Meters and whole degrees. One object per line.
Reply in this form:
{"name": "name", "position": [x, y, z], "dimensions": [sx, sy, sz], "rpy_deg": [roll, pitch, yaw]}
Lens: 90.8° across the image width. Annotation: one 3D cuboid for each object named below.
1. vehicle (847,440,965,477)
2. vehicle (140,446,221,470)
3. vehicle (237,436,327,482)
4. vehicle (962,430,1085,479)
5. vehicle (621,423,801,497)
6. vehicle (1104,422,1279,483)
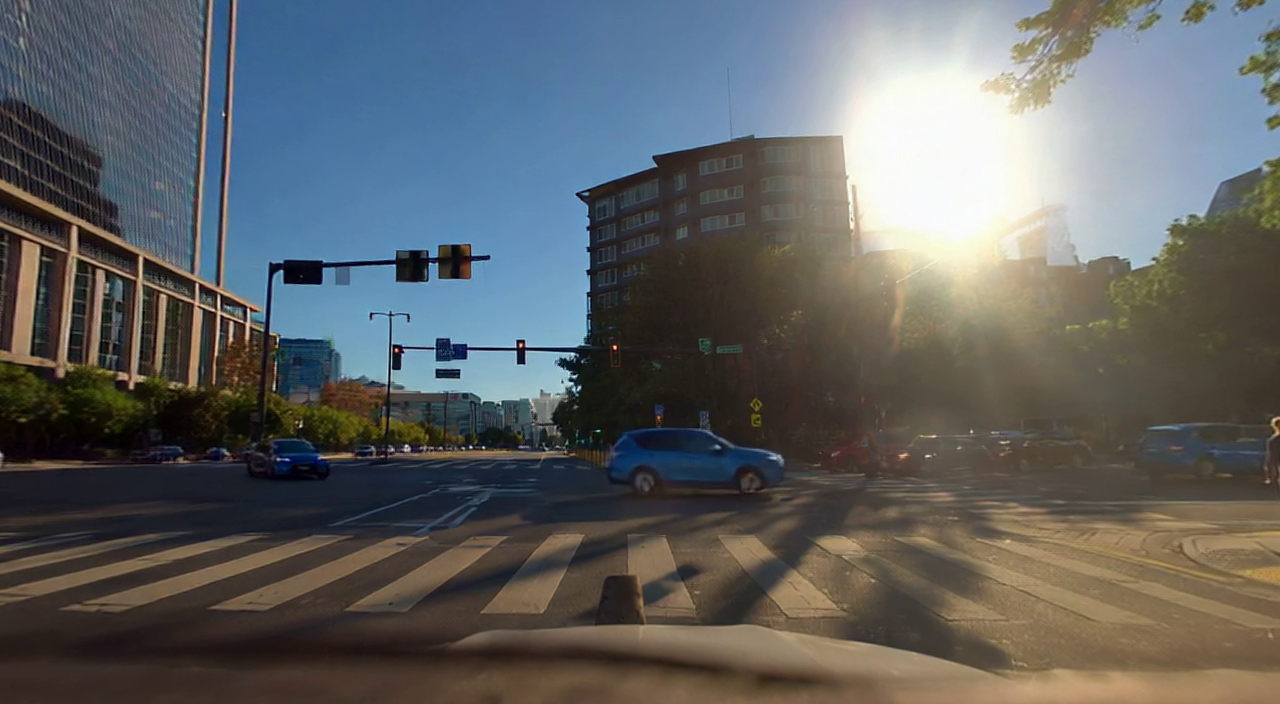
{"name": "vehicle", "position": [11.566, 4.627, 27.573], "dimensions": [4.317, 1.491, 1.896], "rpy_deg": [1, -9, -10]}
{"name": "vehicle", "position": [-31.231, 7.214, 43.201], "dimensions": [1.892, 1.525, 5.171], "rpy_deg": [0, -8, -3]}
{"name": "vehicle", "position": [-13.545, 3.980, 23.793], "dimensions": [2.007, 1.540, 4.312], "rpy_deg": [7, -11, -40]}
{"name": "vehicle", "position": [15.271, 4.033, 25.103], "dimensions": [4.742, 1.762, 2.180], "rpy_deg": [5, -10, -33]}
{"name": "vehicle", "position": [1.848, 2.880, 17.040], "dimensions": [4.509, 1.821, 2.066], "rpy_deg": [-1, -8, 6]}
{"name": "vehicle", "position": [18.726, 3.329, 21.231], "dimensions": [6.196, 1.777, 2.457], "rpy_deg": [4, -9, -28]}
